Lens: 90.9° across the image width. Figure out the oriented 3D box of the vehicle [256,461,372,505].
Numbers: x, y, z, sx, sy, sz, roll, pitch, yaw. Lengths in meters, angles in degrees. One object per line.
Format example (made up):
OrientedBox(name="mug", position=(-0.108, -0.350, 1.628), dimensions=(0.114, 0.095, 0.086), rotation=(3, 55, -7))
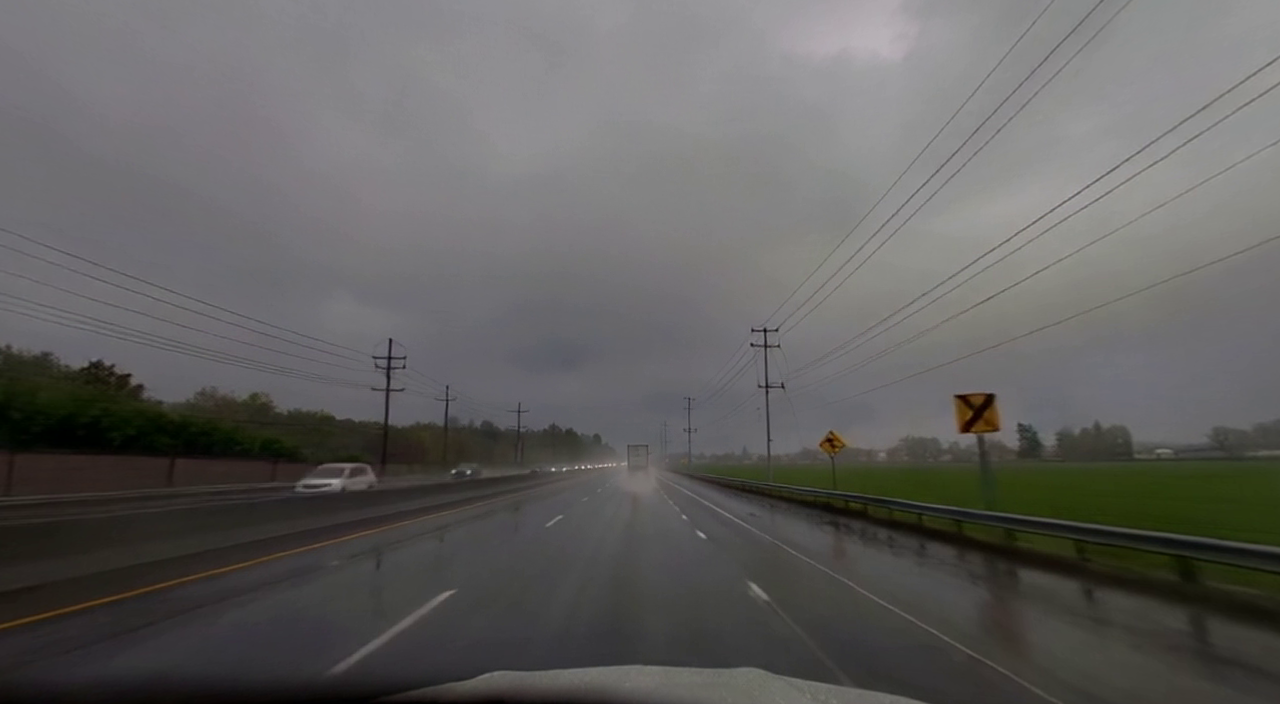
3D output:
OrientedBox(name="vehicle", position=(-12.096, 4.880, 23.761), dimensions=(1.988, 1.451, 4.442), rotation=(1, -10, -1))
